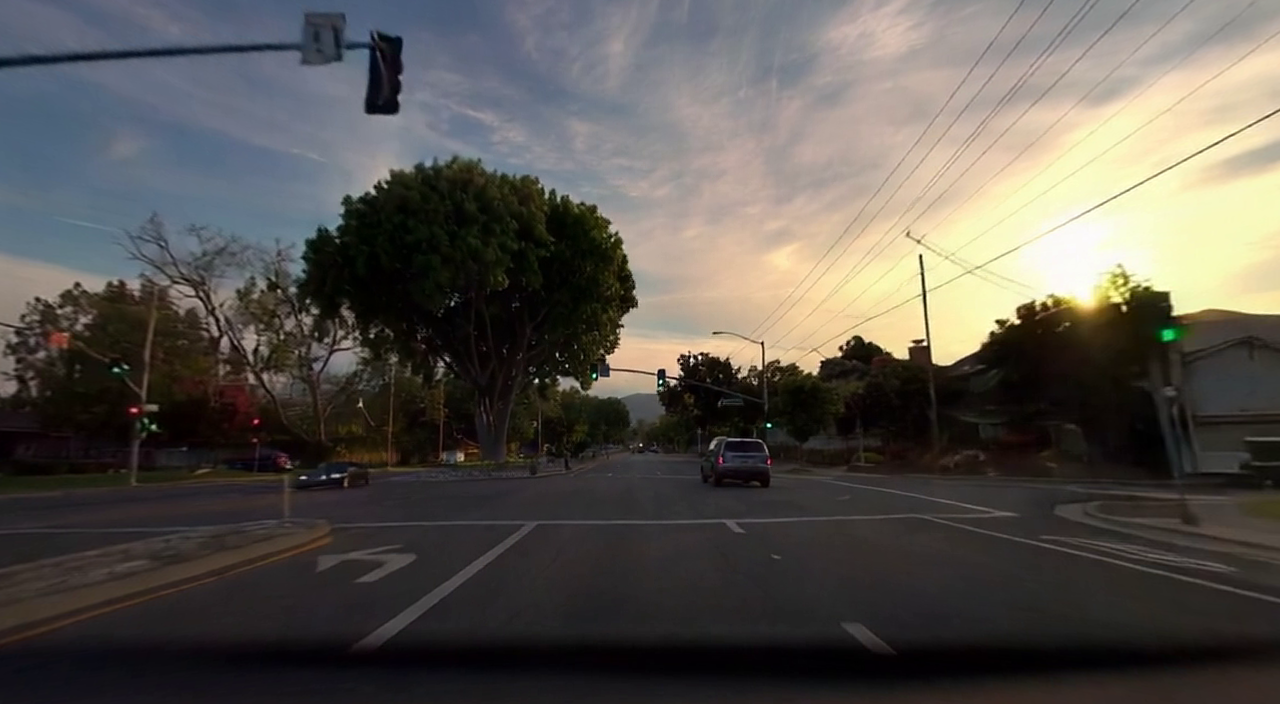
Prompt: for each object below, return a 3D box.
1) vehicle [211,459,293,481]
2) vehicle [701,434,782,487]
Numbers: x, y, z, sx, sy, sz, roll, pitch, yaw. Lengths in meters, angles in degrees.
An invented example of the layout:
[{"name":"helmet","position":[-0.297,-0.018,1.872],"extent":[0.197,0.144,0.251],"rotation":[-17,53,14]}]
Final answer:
[{"name":"vehicle","position":[-27.763,8.423,45.193],"extent":[4.673,1.465,1.853],"rotation":[0,-8,-1]},{"name":"vehicle","position":[3.710,4.050,23.918],"extent":[2.240,1.781,4.433],"rotation":[0,-8,-1]}]
